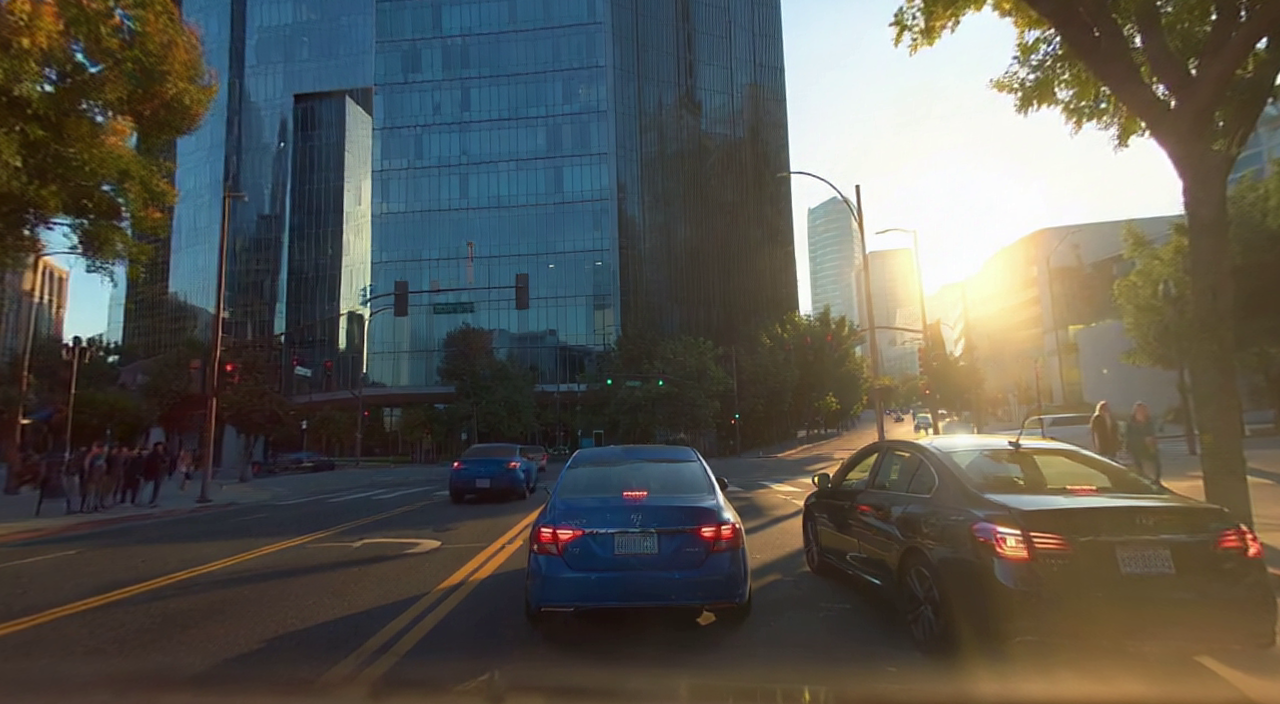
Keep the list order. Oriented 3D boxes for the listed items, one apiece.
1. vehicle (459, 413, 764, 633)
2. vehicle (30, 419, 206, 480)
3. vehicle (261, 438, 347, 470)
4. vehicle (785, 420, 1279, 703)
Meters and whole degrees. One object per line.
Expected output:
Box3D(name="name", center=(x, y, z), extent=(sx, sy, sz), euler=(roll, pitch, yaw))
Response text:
Box3D(name="vehicle", center=(-0.270, 1.464, 6.392), extent=(2.072, 1.476, 4.078), euler=(0, -8, -2))
Box3D(name="vehicle", center=(-26.747, 5.012, 32.372), extent=(6.756, 2.955, 2.367), euler=(0, -8, 0))
Box3D(name="vehicle", center=(-20.507, 6.207, 38.358), extent=(4.294, 1.819, 2.043), euler=(-3, -9, 17))
Box3D(name="vehicle", center=(2.747, 1.406, 5.439), extent=(1.952, 1.464, 4.165), euler=(0, -8, -1))
